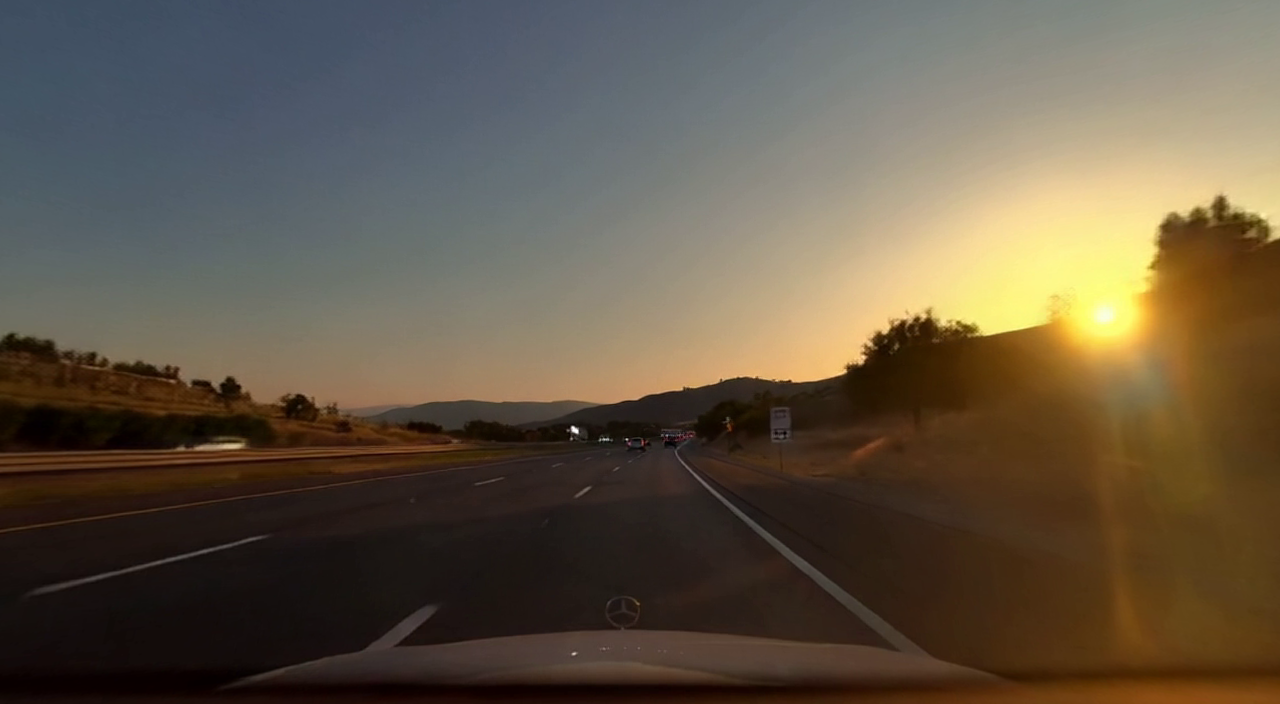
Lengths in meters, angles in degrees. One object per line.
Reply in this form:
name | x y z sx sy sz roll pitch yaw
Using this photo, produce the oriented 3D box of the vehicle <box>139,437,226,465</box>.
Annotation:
vehicle | -27.699 6.006 38.288 1.968 1.617 4.225 0 -9 2
